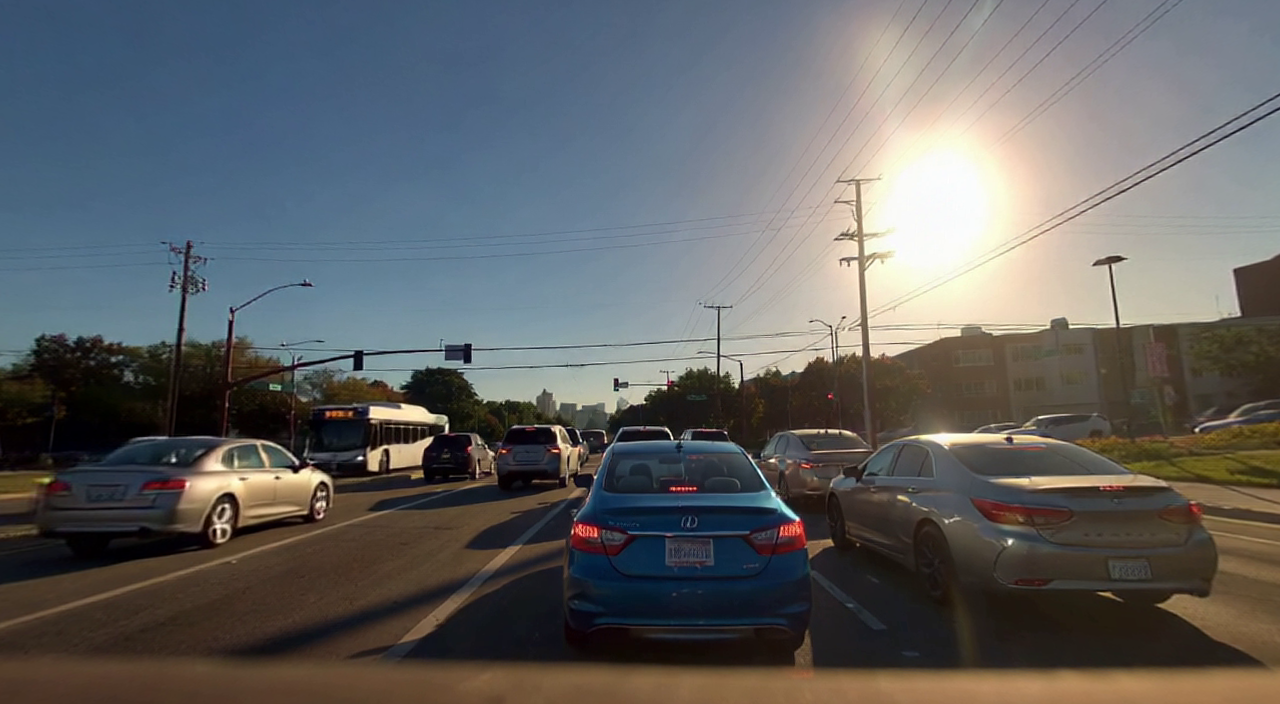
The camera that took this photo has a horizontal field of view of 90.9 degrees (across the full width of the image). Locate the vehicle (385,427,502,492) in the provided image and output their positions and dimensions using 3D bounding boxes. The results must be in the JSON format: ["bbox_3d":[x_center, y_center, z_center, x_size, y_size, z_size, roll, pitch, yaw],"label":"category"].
[{"bbox_3d":[-6.265,3.492,20.899,2.070,1.824,5.196,-1,-8,2],"label":"vehicle"}]

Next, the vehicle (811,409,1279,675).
[{"bbox_3d":[3.120,1.403,5.794,1.870,1.523,4.096,0,-8,-1],"label":"vehicle"}]

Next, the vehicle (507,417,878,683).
[{"bbox_3d":[0.276,1.418,5.647,2.109,1.483,3.964,0,-8,-1],"label":"vehicle"}]

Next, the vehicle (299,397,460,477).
[{"bbox_3d":[-13.143,4.619,33.814,3.005,3.443,12.583,-1,-8,2],"label":"vehicle"}]

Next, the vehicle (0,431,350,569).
[{"bbox_3d":[-6.411,1.975,9.339,1.955,1.497,4.639,-1,-8,1],"label":"vehicle"}]
